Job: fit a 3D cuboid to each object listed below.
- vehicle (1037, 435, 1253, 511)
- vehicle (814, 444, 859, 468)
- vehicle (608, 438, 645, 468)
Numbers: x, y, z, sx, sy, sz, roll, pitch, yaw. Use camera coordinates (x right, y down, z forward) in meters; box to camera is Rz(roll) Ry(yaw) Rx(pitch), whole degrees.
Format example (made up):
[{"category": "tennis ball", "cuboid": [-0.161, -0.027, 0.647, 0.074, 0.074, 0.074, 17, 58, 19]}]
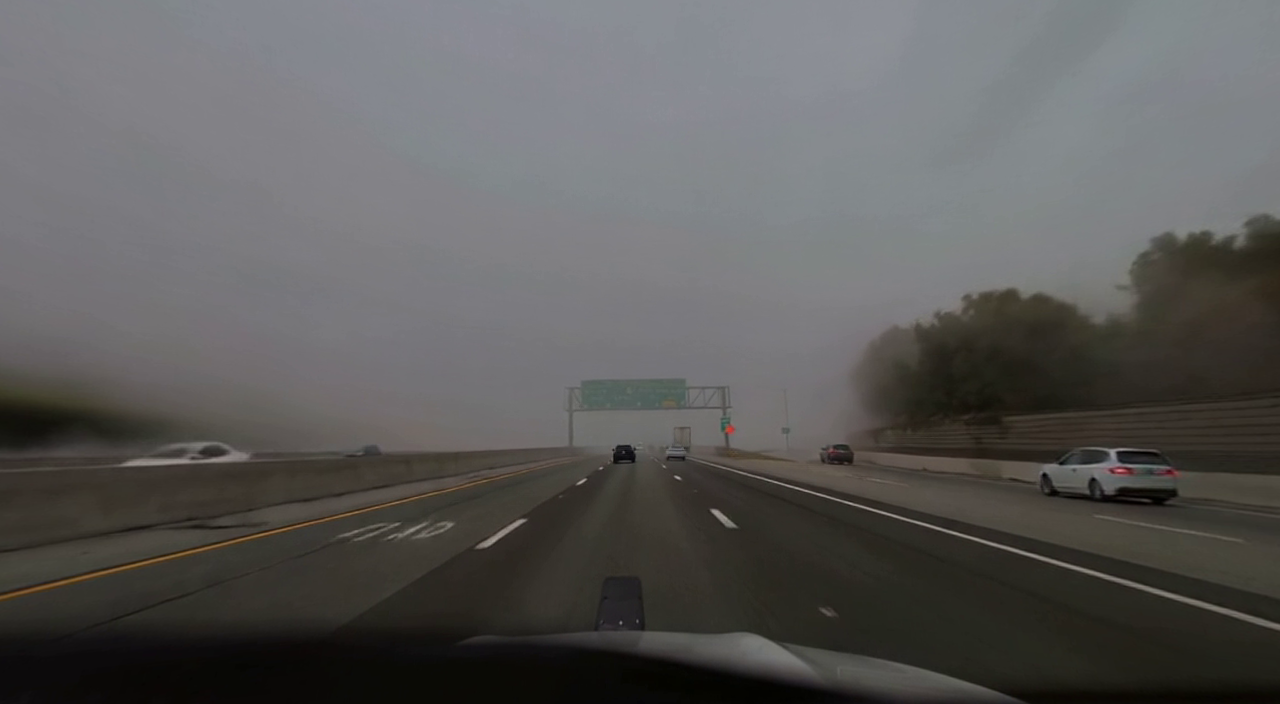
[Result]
[{"category": "vehicle", "cuboid": [12.594, 3.010, 16.240, 1.912, 1.673, 4.438, 0, -9, 1]}, {"category": "vehicle", "cuboid": [13.309, 7.070, 43.059, 1.867, 1.563, 4.436, -1, -9, 3]}, {"category": "vehicle", "cuboid": [-0.803, 6.170, 38.752, 2.121, 1.739, 4.087, 0, -9, 0]}]
